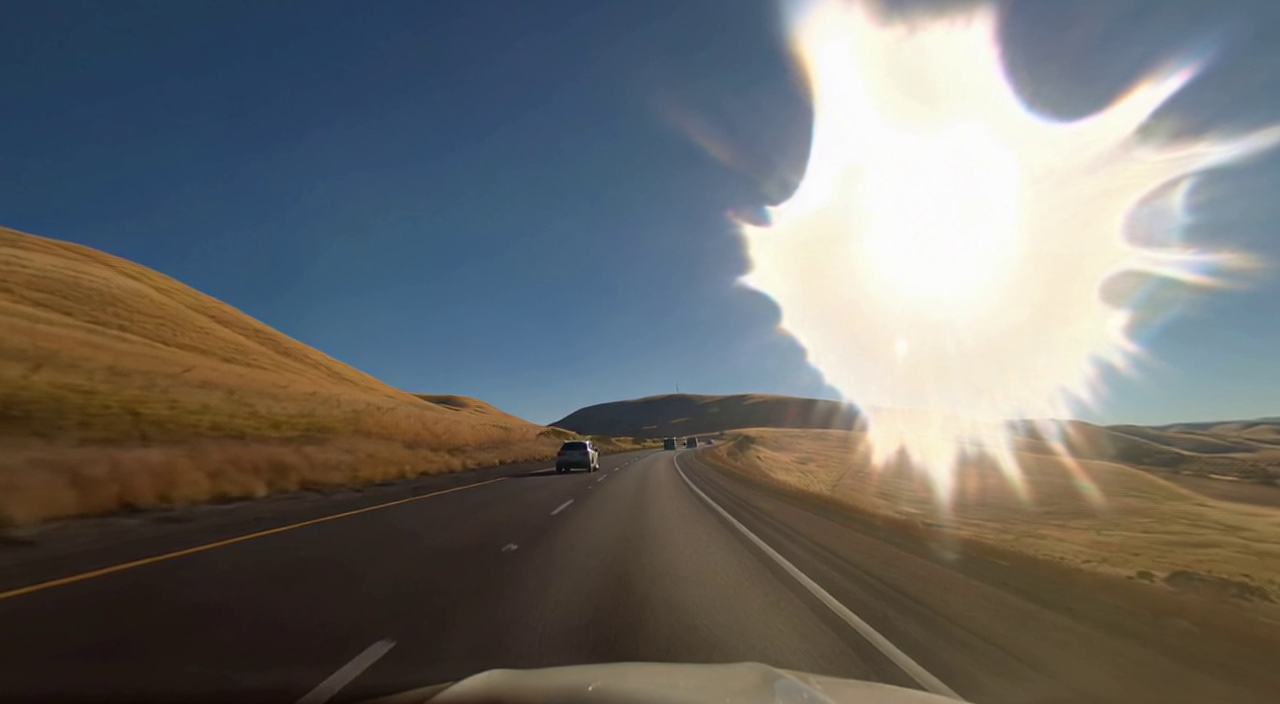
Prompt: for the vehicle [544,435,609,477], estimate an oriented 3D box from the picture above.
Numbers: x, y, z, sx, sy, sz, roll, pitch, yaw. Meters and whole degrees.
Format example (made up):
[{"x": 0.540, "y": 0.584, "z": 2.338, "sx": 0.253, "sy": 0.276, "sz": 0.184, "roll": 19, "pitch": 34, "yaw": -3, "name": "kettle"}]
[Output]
[{"x": -2.804, "y": 4.738, "z": 29.025, "sx": 2.252, "sy": 1.743, "sz": 4.560, "roll": 0, "pitch": -8, "yaw": 3, "name": "vehicle"}]
